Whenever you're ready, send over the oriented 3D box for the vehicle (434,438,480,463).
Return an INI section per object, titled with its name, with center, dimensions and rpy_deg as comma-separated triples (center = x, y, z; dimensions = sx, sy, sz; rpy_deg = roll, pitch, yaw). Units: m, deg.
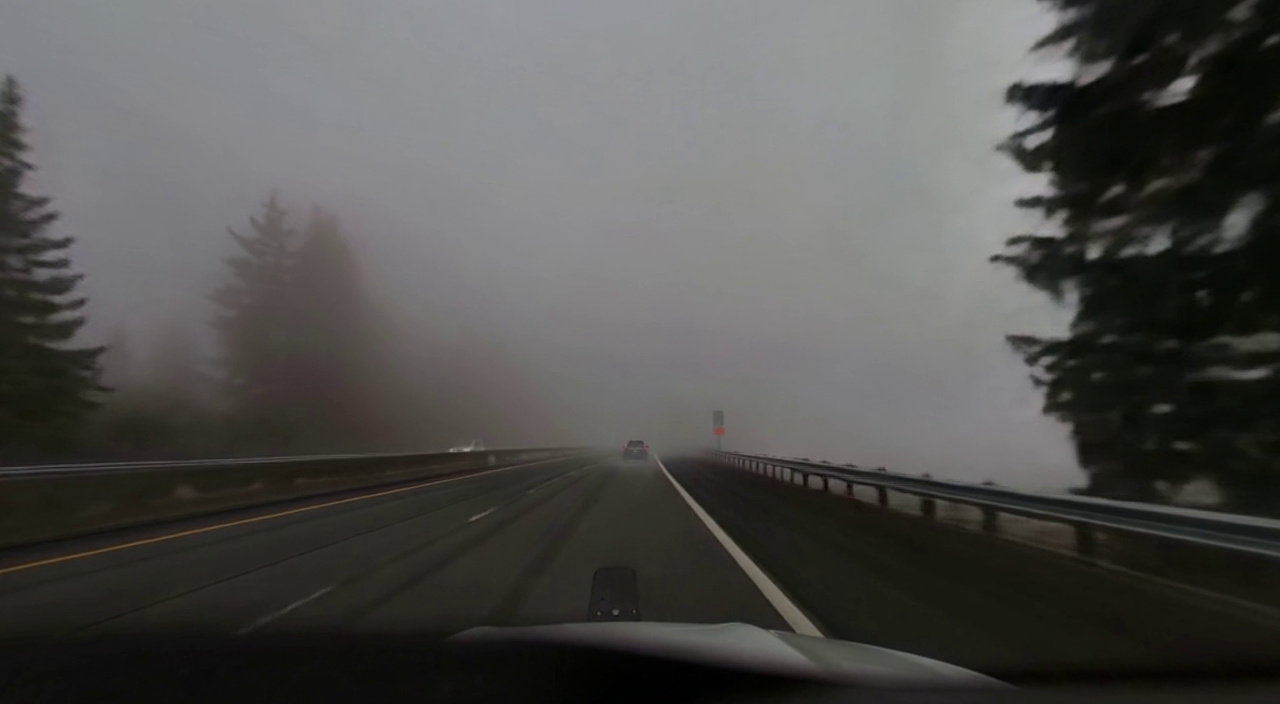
[vehicle]
center = -13.931, 7.527, 48.187
dimensions = 2.097, 1.750, 4.773
rpy_deg = 0, -8, 0
